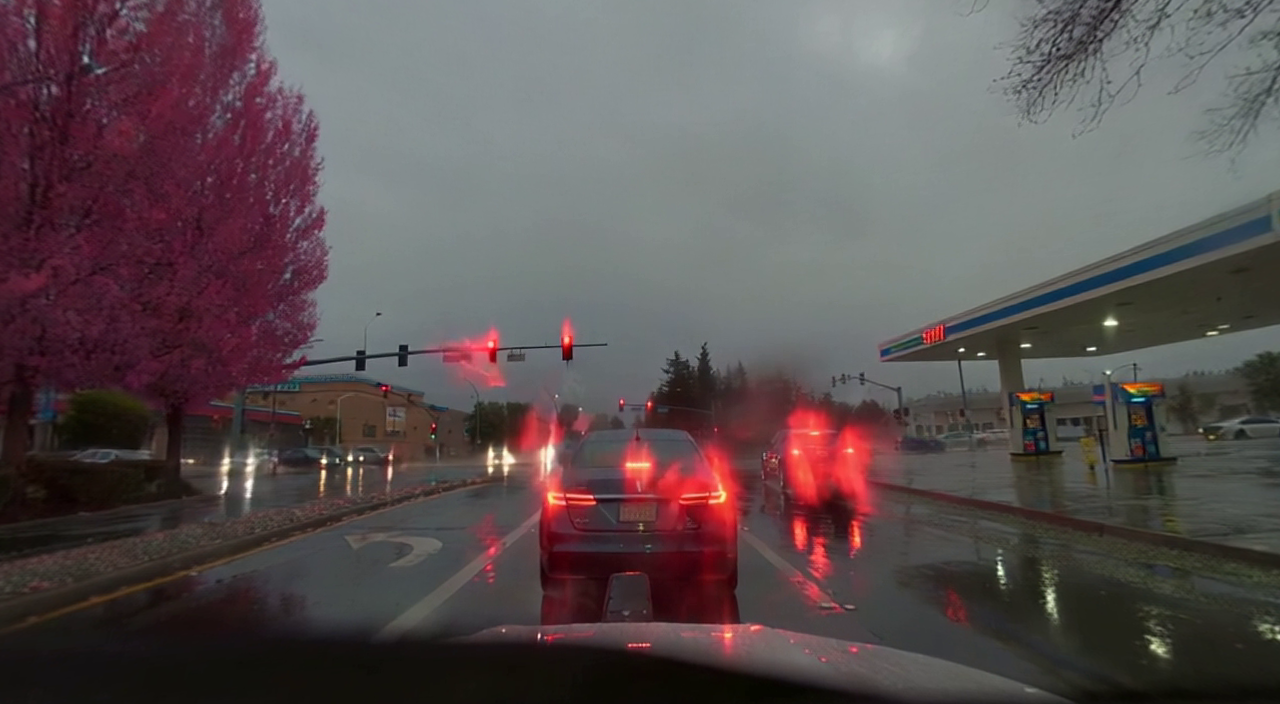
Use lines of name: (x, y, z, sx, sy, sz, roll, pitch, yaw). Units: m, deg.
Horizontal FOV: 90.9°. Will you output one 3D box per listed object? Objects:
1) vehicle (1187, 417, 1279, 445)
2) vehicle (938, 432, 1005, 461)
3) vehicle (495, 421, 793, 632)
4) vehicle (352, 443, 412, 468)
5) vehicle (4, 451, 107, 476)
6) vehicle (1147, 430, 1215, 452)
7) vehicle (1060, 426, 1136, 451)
vehicle: (36.306, 4.858, 38.496, 1.848, 1.581, 4.475, 0, -8, 2)
vehicle: (18.382, 5.237, 34.853, 2.053, 1.495, 4.091, -8, -12, 44)
vehicle: (0.015, 1.540, 6.583, 2.112, 1.482, 4.057, 0, -8, 0)
vehicle: (-20.441, 8.153, 49.853, 4.660, 1.867, 2.019, -6, -10, 33)
vehicle: (-38.560, 7.335, 41.640, 4.813, 1.455, 1.889, 8, -12, -44)
vehicle: (40.934, 6.723, 47.715, 3.573, 1.432, 1.604, -3, -8, 1)
vehicle: (34.741, 6.597, 47.897, 4.294, 1.557, 1.744, -4, -8, 1)
